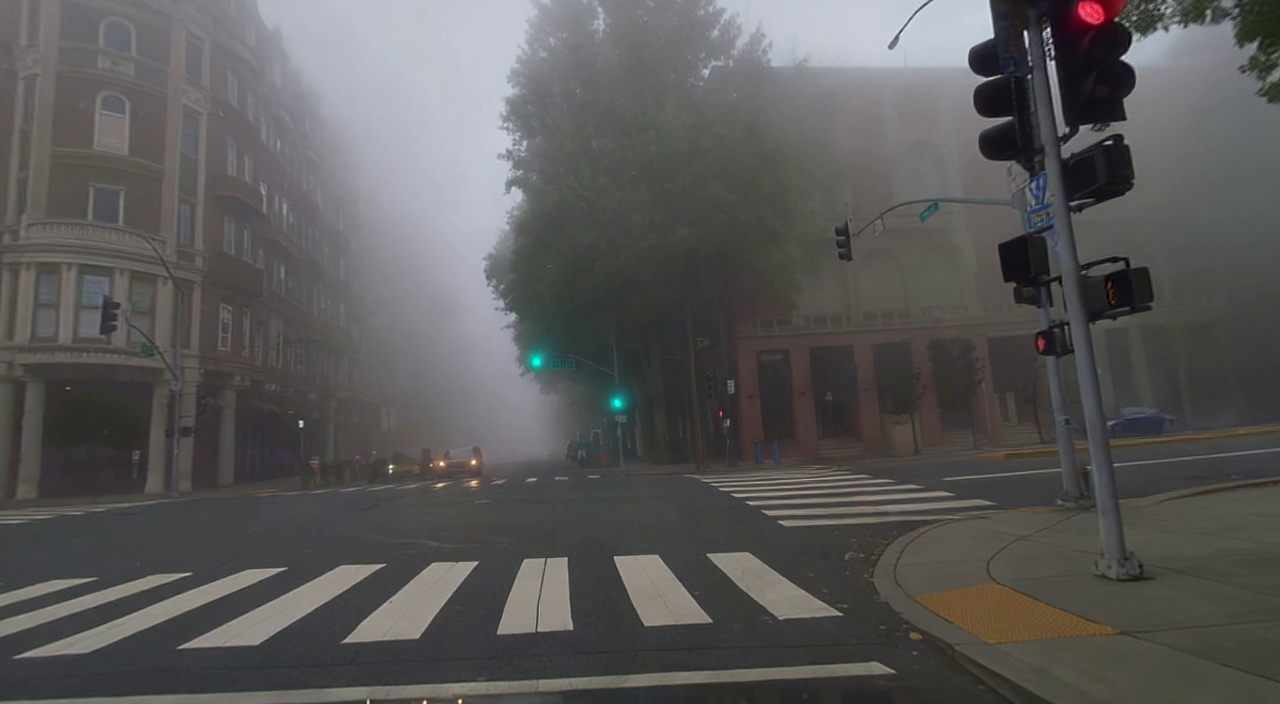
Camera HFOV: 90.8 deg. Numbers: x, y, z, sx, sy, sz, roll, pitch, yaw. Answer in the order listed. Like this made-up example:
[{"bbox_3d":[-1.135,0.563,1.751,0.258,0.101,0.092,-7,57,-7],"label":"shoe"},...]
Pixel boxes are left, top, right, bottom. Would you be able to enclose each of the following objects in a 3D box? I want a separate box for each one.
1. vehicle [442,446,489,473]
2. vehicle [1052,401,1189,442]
[{"bbox_3d":[-10.455,6.470,38.154,2.196,1.503,4.371,1,-9,-8],"label":"vehicle"},{"bbox_3d":[20.502,3.012,27.025,4.626,1.636,2.004,2,-9,-13],"label":"vehicle"}]
